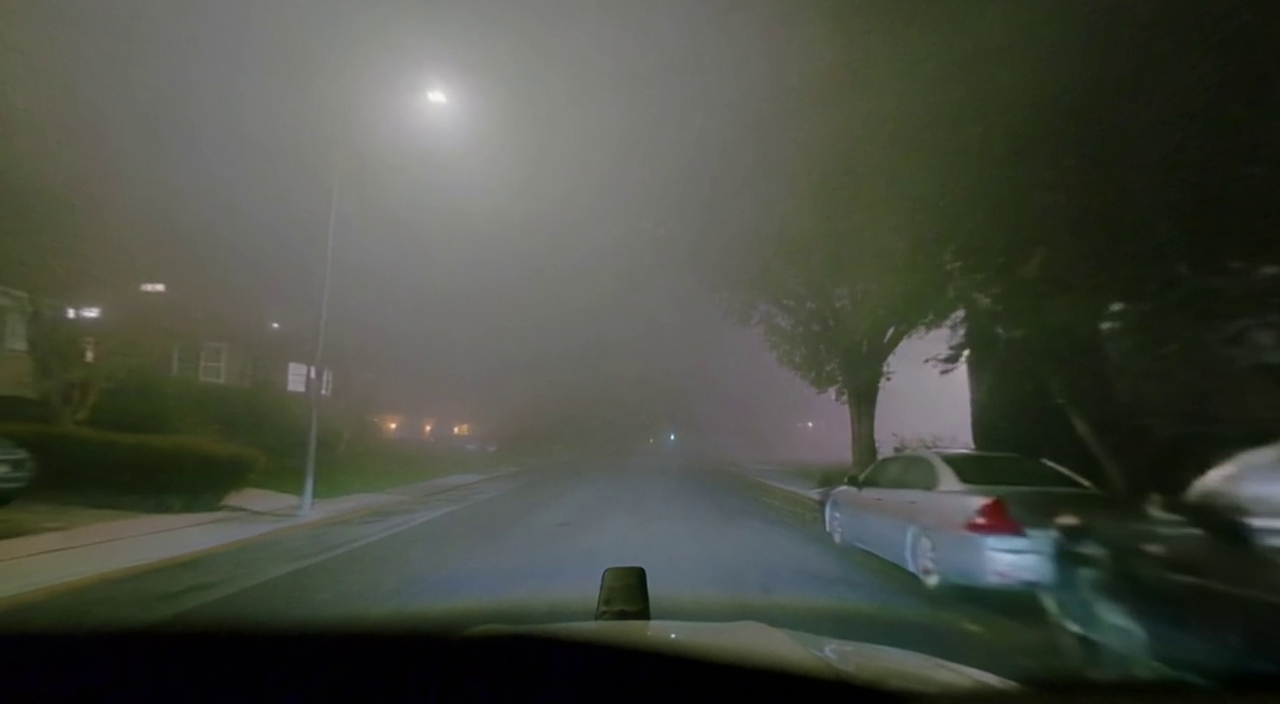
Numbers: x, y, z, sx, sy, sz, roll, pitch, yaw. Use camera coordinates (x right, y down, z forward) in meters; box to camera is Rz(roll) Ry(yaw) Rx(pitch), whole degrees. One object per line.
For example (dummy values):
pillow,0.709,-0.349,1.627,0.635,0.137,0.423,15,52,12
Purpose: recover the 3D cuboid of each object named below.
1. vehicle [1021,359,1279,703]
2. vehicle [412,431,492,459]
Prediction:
vehicle,3.476,0.799,1.647,2.046,1.760,4.570,0,-8,0
vehicle,-13.037,6.490,44.010,4.796,1.864,2.328,-1,-8,2
